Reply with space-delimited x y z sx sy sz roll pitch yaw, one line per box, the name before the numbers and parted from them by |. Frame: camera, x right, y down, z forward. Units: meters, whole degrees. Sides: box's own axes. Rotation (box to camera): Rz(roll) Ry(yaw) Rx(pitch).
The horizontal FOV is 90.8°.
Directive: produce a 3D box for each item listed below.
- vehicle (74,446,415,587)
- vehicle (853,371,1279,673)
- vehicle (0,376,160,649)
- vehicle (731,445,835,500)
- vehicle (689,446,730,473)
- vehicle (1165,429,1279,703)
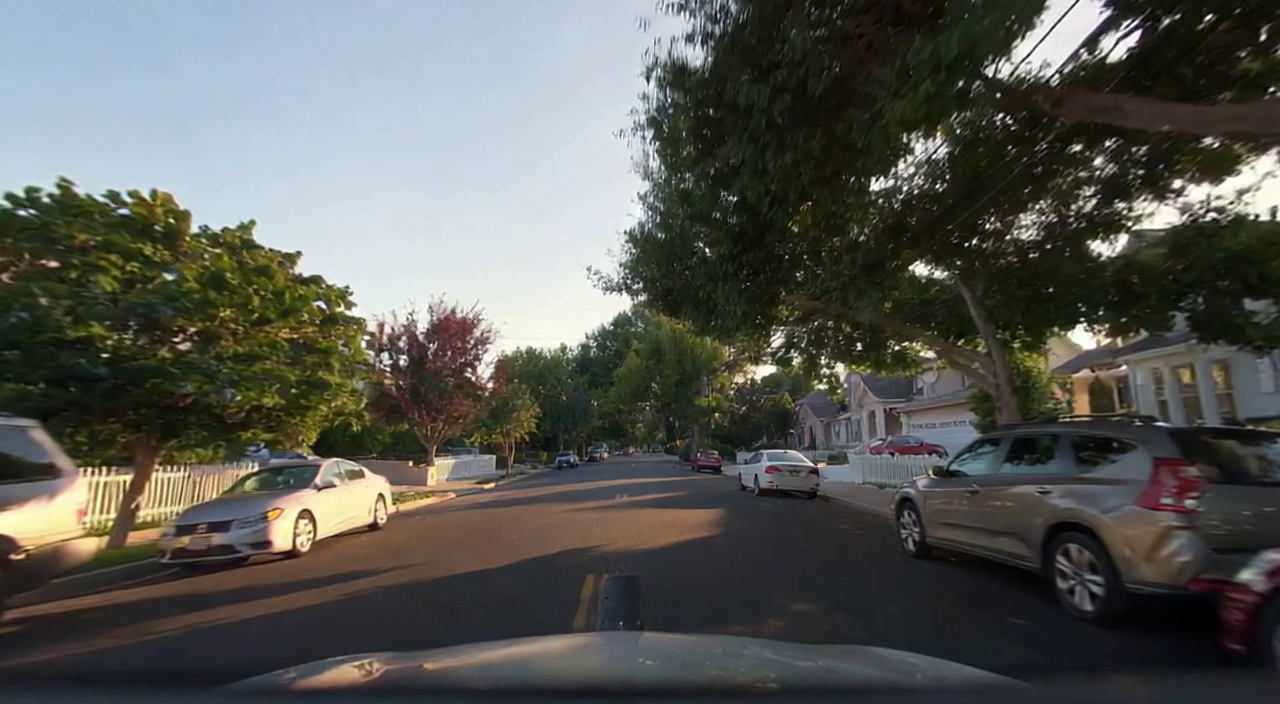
vehicle | -5.702 2.372 10.364 2.011 1.465 5.686 -3 -8 0
vehicle | 4.201 1.431 6.572 2.105 1.836 5.278 0 -9 0
vehicle | -5.663 1.102 3.848 2.060 1.987 4.815 -2 -8 -6
vehicle | 4.227 3.644 19.606 1.936 1.464 5.141 0 -9 -1
vehicle | 4.299 6.726 39.801 2.020 1.558 3.925 1 -9 -2
vehicle | 3.993 0.852 1.380 1.776 1.440 4.525 0 -9 0
